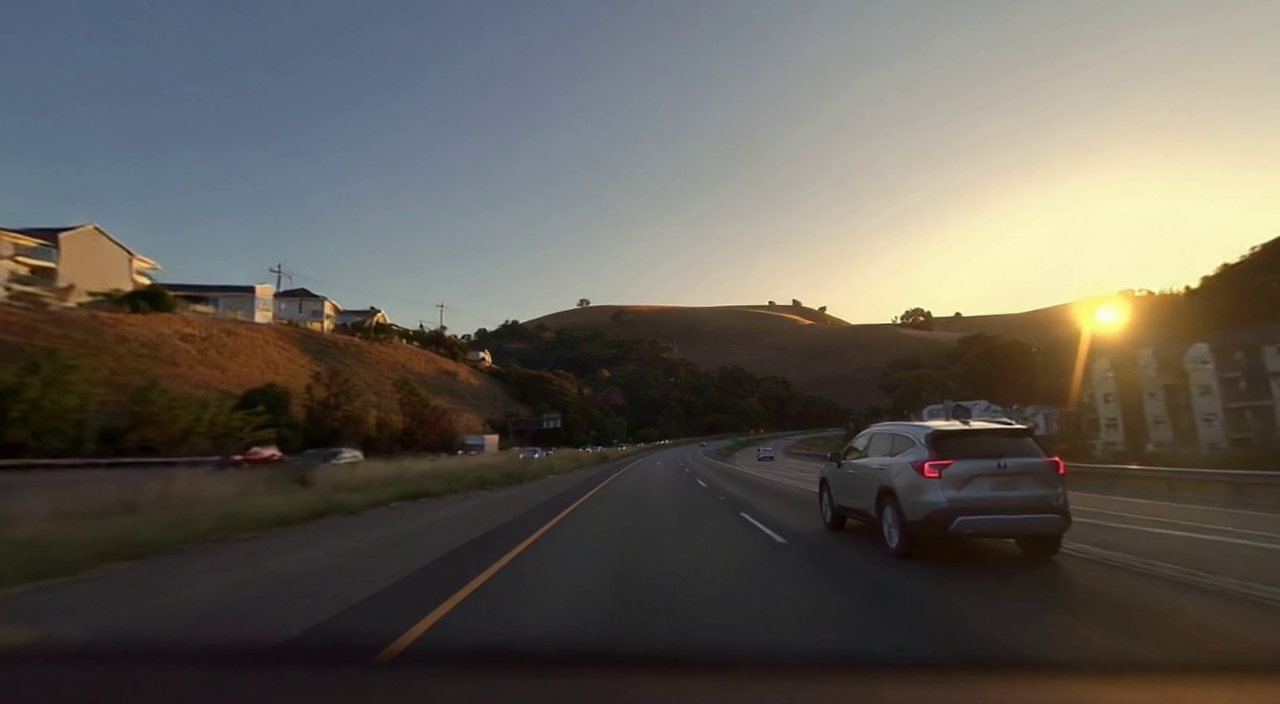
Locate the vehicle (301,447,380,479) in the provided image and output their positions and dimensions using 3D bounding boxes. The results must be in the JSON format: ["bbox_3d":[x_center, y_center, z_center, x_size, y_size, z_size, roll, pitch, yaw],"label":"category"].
[{"bbox_3d":[-16.454,6.077,34.855,2.021,1.626,4.600,0,-9,1],"label":"vehicle"}]

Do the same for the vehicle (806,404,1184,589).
[{"bbox_3d":[4.055,1.742,8.445,2.318,1.766,4.587,0,-9,-1],"label":"vehicle"}]

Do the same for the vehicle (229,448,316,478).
[{"bbox_3d":[-20.246,6.121,34.947,1.921,1.490,4.691,0,-9,1],"label":"vehicle"}]
